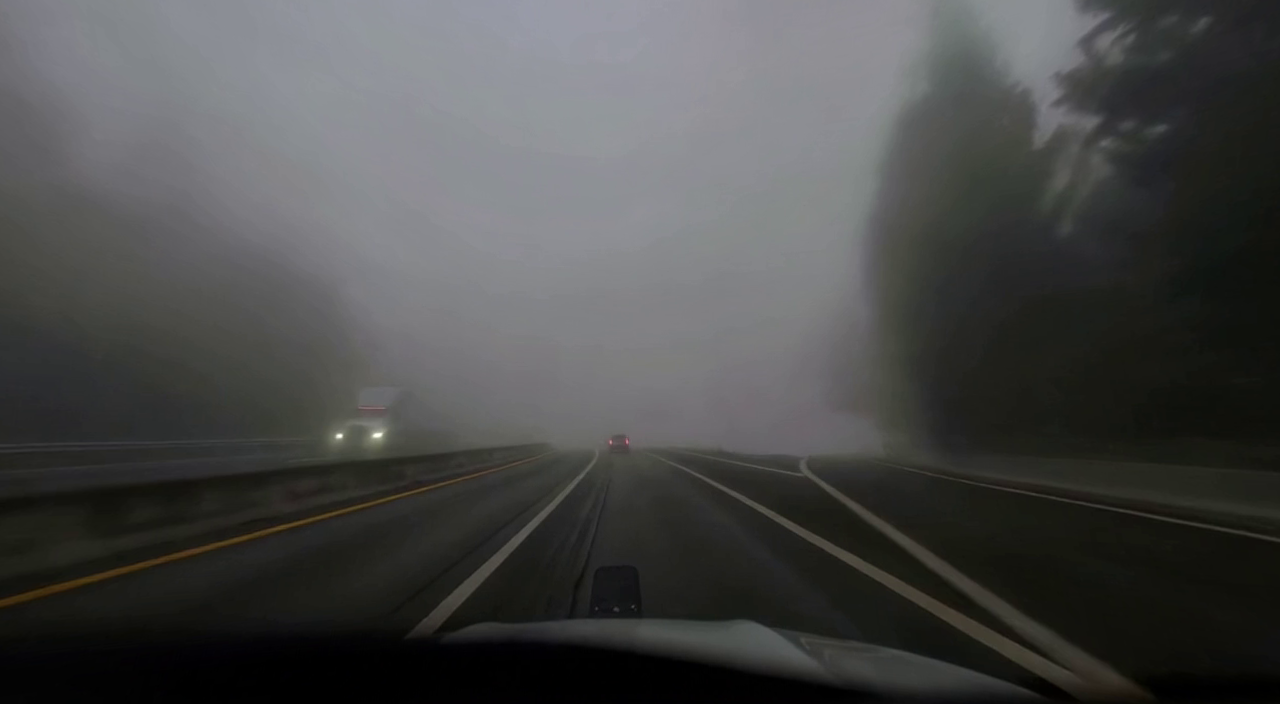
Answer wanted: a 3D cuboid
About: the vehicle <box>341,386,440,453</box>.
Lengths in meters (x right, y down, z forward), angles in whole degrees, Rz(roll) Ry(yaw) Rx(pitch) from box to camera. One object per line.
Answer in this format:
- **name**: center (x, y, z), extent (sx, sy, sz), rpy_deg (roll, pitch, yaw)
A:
- **vehicle**: center (-17.886, 5.112, 46.392), extent (2.953, 4.309, 11.639), rpy_deg (0, -8, -2)
